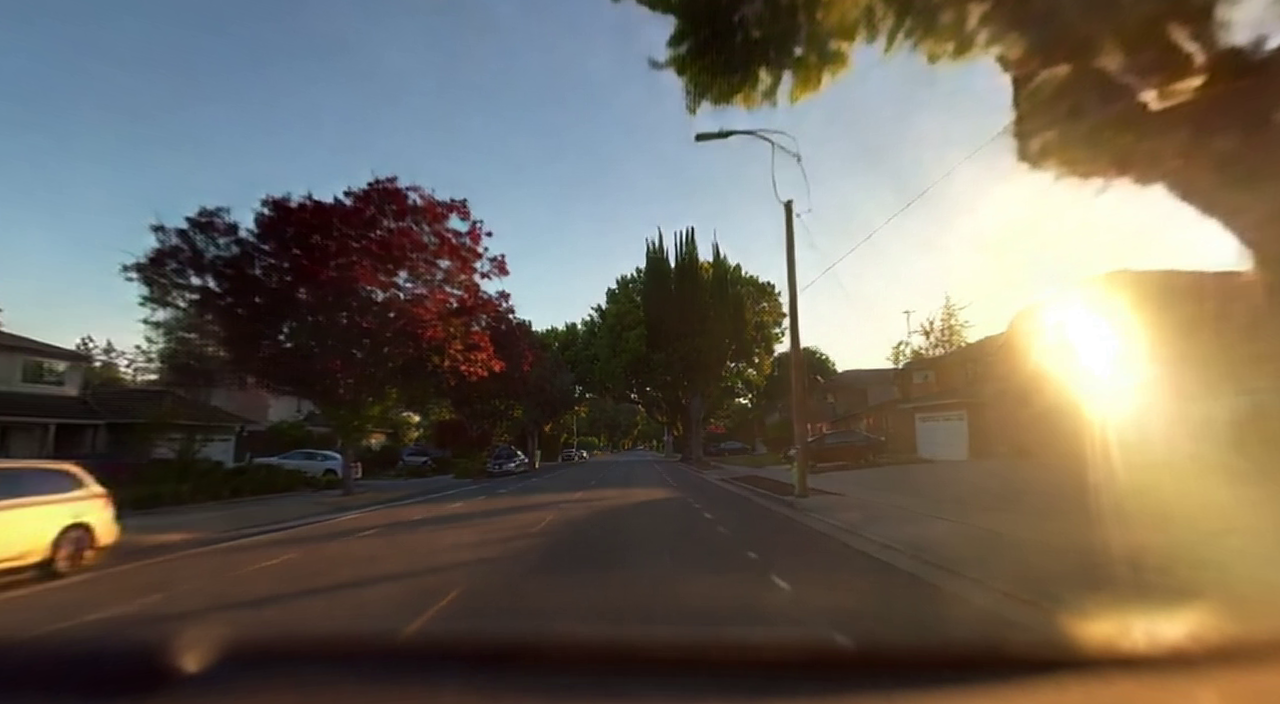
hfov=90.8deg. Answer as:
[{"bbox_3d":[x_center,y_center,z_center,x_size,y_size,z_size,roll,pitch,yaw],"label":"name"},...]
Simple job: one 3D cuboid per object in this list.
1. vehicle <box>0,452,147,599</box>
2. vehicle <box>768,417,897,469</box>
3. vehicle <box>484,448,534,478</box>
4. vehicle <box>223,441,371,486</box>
[{"bbox_3d":[-7.586,1.824,6.230,1.919,1.492,4.547,-5,-9,-1],"label":"vehicle"},{"bbox_3d":[8.885,4.253,29.516,5.221,1.958,1.992,-4,-8,0],"label":"vehicle"},{"bbox_3d":[-7.748,6.593,37.767,1.973,1.500,4.781,-5,-9,-2],"label":"vehicle"},{"bbox_3d":[-14.339,4.674,26.667,4.995,1.760,1.988,0,-8,-2],"label":"vehicle"}]
